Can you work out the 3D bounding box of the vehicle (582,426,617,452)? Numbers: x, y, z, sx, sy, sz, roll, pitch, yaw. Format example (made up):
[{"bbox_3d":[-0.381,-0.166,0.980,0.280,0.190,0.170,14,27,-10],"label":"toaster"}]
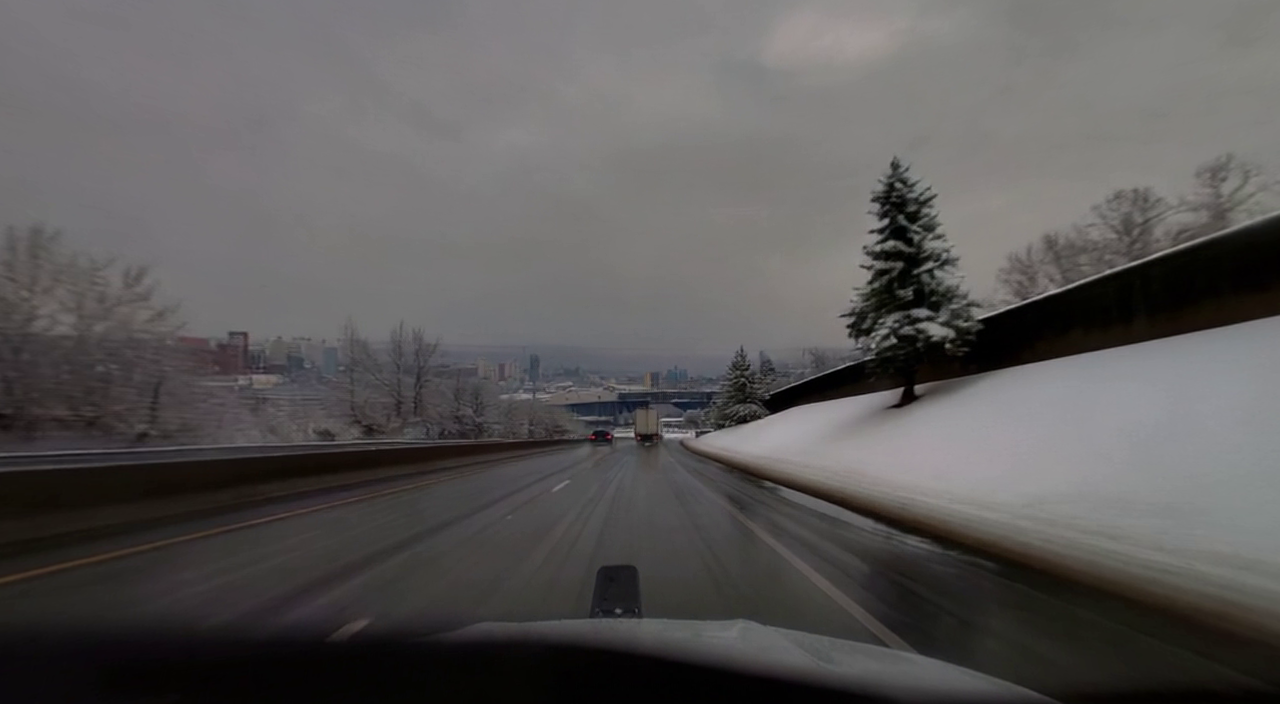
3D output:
[{"bbox_3d":[-2.749,5.983,43.187,2.018,1.678,4.312,0,-8,1],"label":"vehicle"}]
